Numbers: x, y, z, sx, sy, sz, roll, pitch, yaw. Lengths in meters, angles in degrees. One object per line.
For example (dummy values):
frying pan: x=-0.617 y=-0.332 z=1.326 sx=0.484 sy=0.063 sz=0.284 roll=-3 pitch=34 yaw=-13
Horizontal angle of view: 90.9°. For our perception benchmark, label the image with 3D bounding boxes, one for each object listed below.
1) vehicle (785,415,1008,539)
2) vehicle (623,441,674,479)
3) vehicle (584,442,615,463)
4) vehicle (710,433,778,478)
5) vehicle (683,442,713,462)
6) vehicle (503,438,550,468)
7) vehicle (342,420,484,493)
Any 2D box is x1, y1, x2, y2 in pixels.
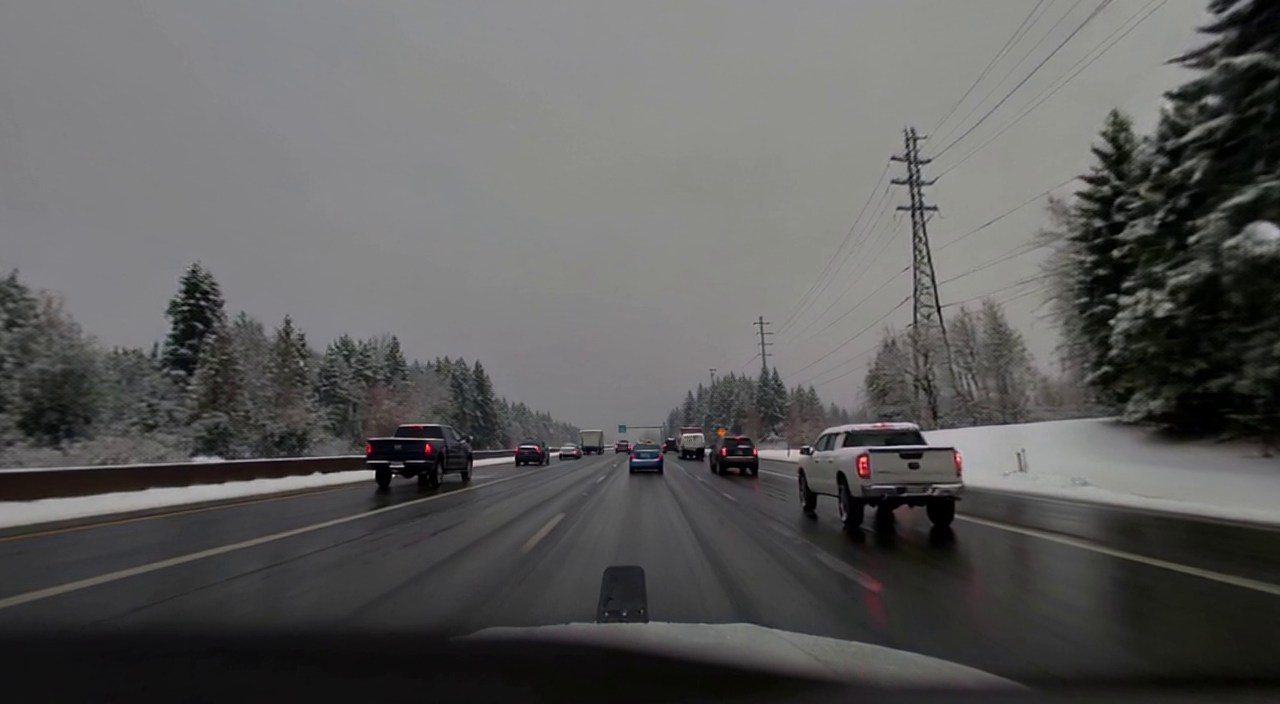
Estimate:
vehicle: x=4.032 y=2.042 z=10.882 sx=2.002 sy=1.691 sz=4.290 roll=0 pitch=-9 yaw=0
vehicle: x=0.347 y=4.476 z=26.333 sx=1.966 sy=1.444 sz=3.986 roll=0 pitch=-9 yaw=0
vehicle: x=-2.937 y=7.384 z=46.421 sx=1.904 sy=1.479 sz=4.274 roll=0 pitch=-9 yaw=1
vehicle: x=4.450 y=4.494 z=27.694 sx=2.195 sy=1.778 sz=4.455 roll=0 pitch=-9 yaw=0
vehicle: x=4.390 y=7.614 z=47.934 sx=1.895 sy=1.429 sz=3.908 roll=0 pitch=-9 yaw=0
vehicle: x=-6.784 y=6.048 z=38.016 sx=1.978 sy=1.680 sz=4.263 roll=0 pitch=-9 yaw=1
vehicle: x=-6.821 y=3.242 z=19.867 sx=2.269 sy=1.936 sz=5.777 roll=0 pitch=-9 yaw=0
